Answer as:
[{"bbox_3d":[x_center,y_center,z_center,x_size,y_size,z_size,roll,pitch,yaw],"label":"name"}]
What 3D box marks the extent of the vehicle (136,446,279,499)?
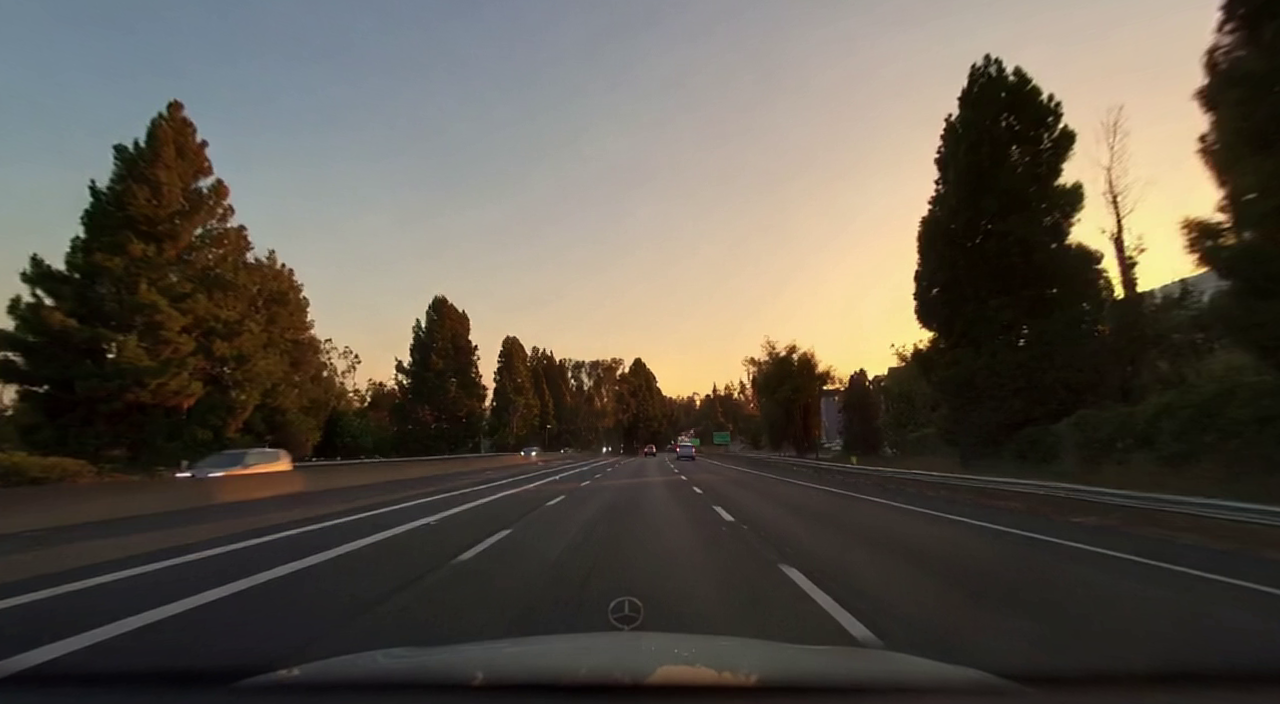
[{"bbox_3d":[-16.149,4.489,23.941,2.044,1.764,4.719,0,-8,1],"label":"vehicle"}]
